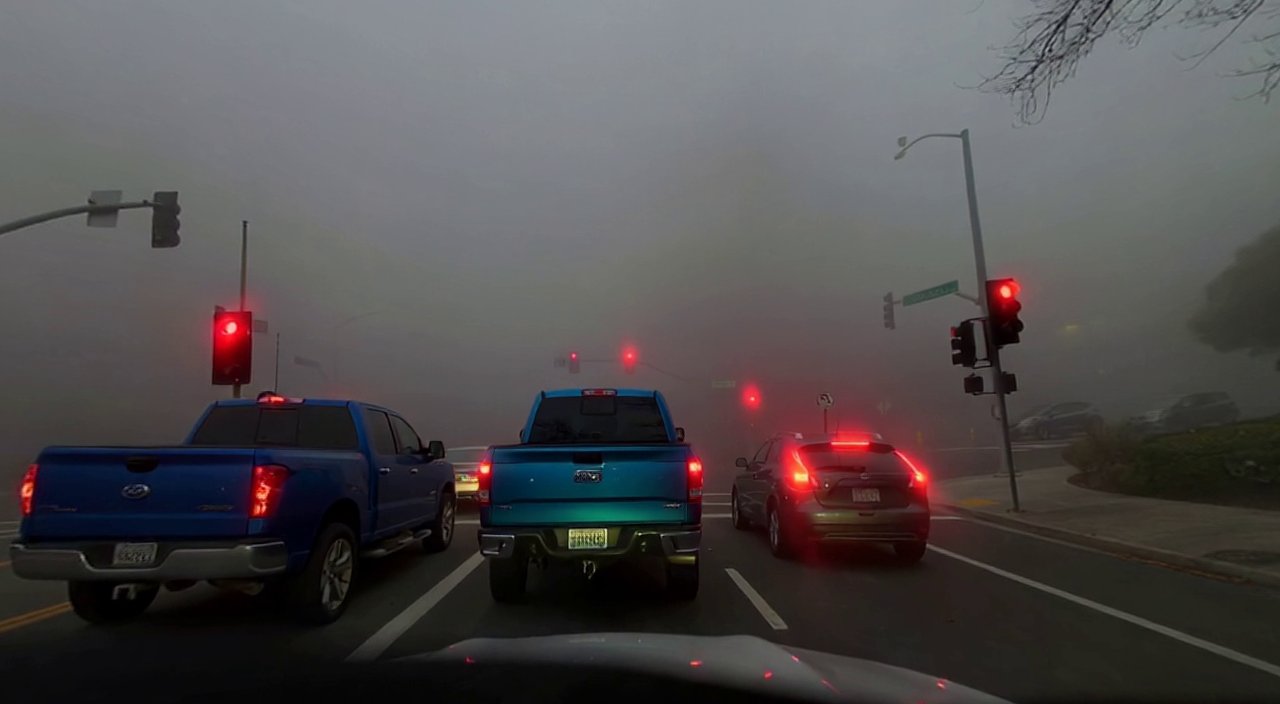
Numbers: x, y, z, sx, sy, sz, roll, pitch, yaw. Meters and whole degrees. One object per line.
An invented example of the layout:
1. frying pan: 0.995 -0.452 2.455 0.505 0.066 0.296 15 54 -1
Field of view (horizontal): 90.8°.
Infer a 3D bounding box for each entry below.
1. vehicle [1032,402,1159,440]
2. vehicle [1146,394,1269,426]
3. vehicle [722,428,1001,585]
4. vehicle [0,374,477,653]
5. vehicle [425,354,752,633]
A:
1. vehicle: 23.303 3.588 32.480 4.721 1.866 2.188 0 -9 2
2. vehicle: 29.280 3.038 32.682 4.540 1.543 1.803 0 -9 0
3. vehicle: 2.415 1.813 8.291 2.016 1.481 4.336 0 -9 -1
4. vehicle: -3.452 1.445 6.830 2.146 1.828 5.148 0 -9 -2
5. vehicle: -0.392 1.312 6.738 2.282 1.964 4.421 0 -9 -1
